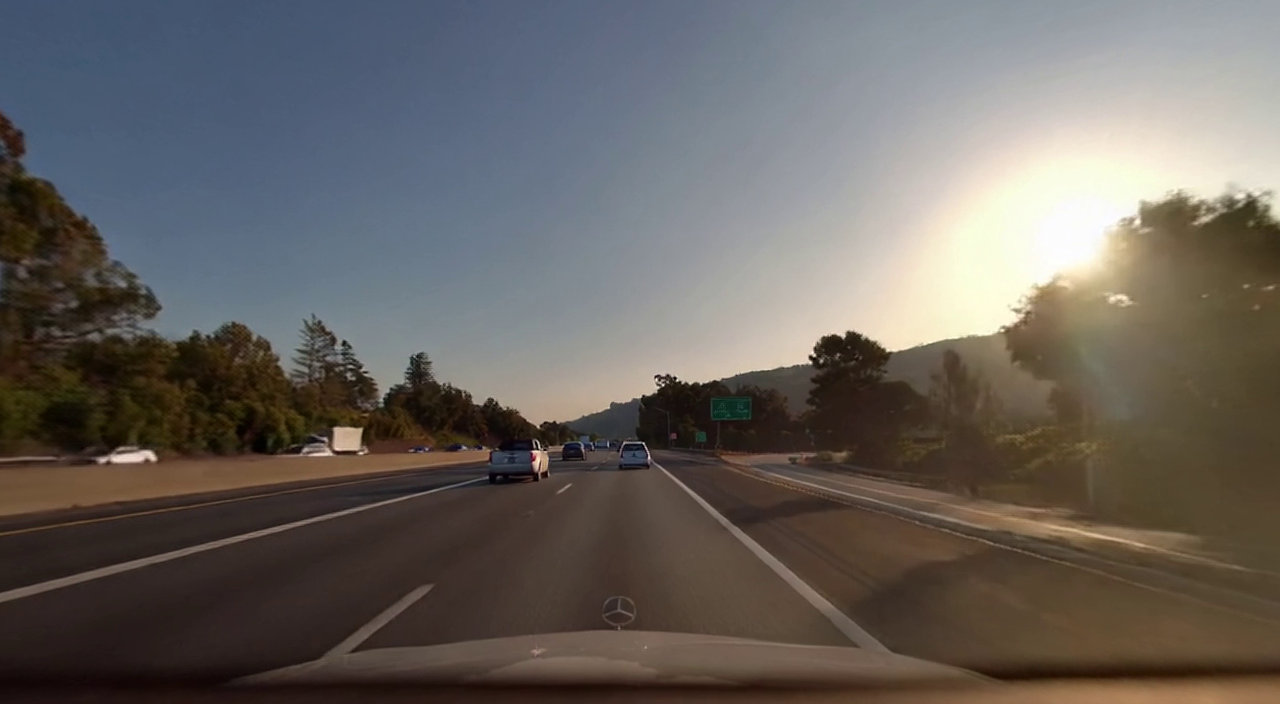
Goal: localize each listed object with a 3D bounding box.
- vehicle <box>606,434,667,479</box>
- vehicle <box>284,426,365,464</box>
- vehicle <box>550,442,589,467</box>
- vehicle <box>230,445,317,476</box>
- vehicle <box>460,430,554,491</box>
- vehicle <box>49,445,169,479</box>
[{"bbox_3d":[-0.157,4.434,27.061,2.378,1.750,4.355,0,-8,0],"label":"vehicle"},{"bbox_3d":[-21.204,6.303,42.805,2.586,2.392,5.504,0,-8,0],"label":"vehicle"},{"bbox_3d":[-4.540,6.649,41.147,2.084,1.528,4.094,0,-8,0],"label":"vehicle"},{"bbox_3d":[-18.014,5.313,31.287,1.897,1.403,4.138,0,-8,-1],"label":"vehicle"},{"bbox_3d":[-4.121,3.444,20.381,2.044,1.717,4.421,0,-8,0],"label":"vehicle"},{"bbox_3d":[-24.796,5.141,29.743,1.774,1.444,4.522,0,-9,-1],"label":"vehicle"}]
